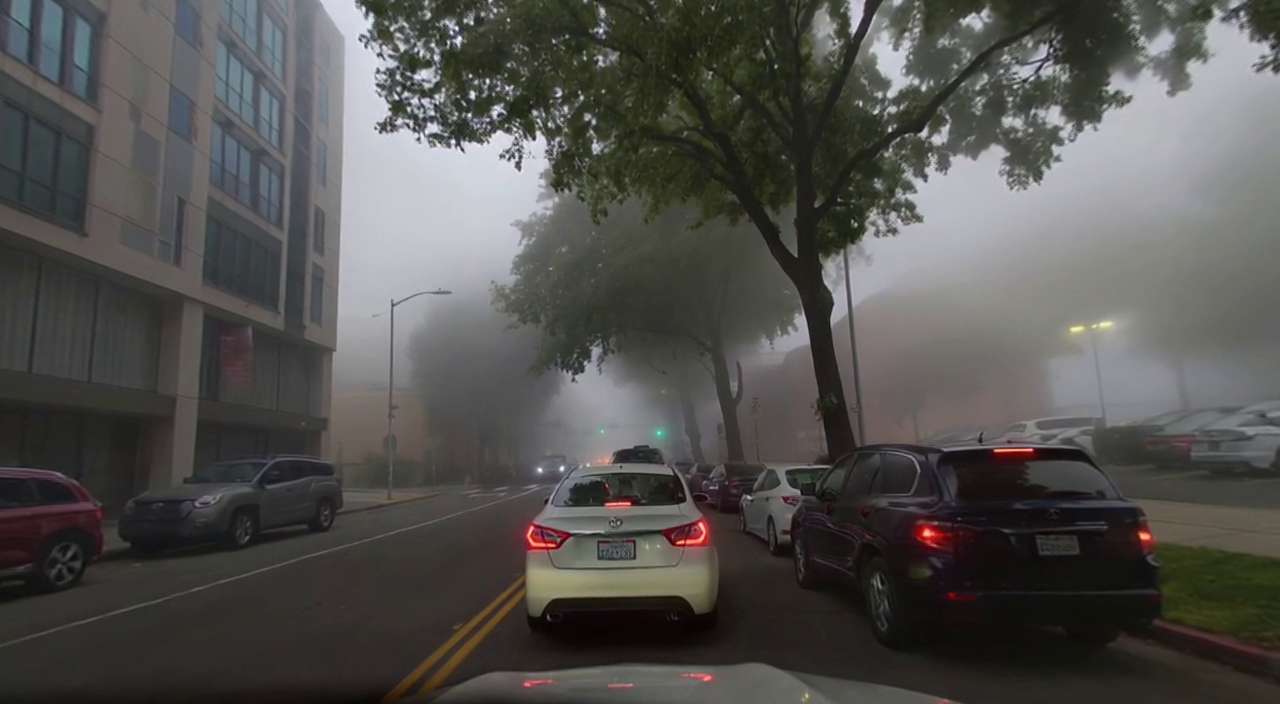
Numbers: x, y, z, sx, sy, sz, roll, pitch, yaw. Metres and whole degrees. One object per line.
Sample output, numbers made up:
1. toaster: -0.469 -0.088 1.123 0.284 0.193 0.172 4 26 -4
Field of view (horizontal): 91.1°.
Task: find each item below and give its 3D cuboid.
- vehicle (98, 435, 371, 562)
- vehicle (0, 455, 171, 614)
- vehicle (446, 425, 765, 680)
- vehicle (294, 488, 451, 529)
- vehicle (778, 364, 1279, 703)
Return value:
1. vehicle: -6.840 2.598 11.394 1.994 1.701 4.520 -3 -12 -1
2. vehicle: -6.983 1.699 5.865 1.900 1.471 4.202 1 -10 0
3. vehicle: -0.194 1.616 5.913 2.018 1.583 3.646 1 -10 1
4. vehicle: -7.014 4.208 17.173 2.223 0.774 4.789 1 -10 0
5. vehicle: 2.708 1.436 5.689 1.868 1.920 4.501 1 -10 0
